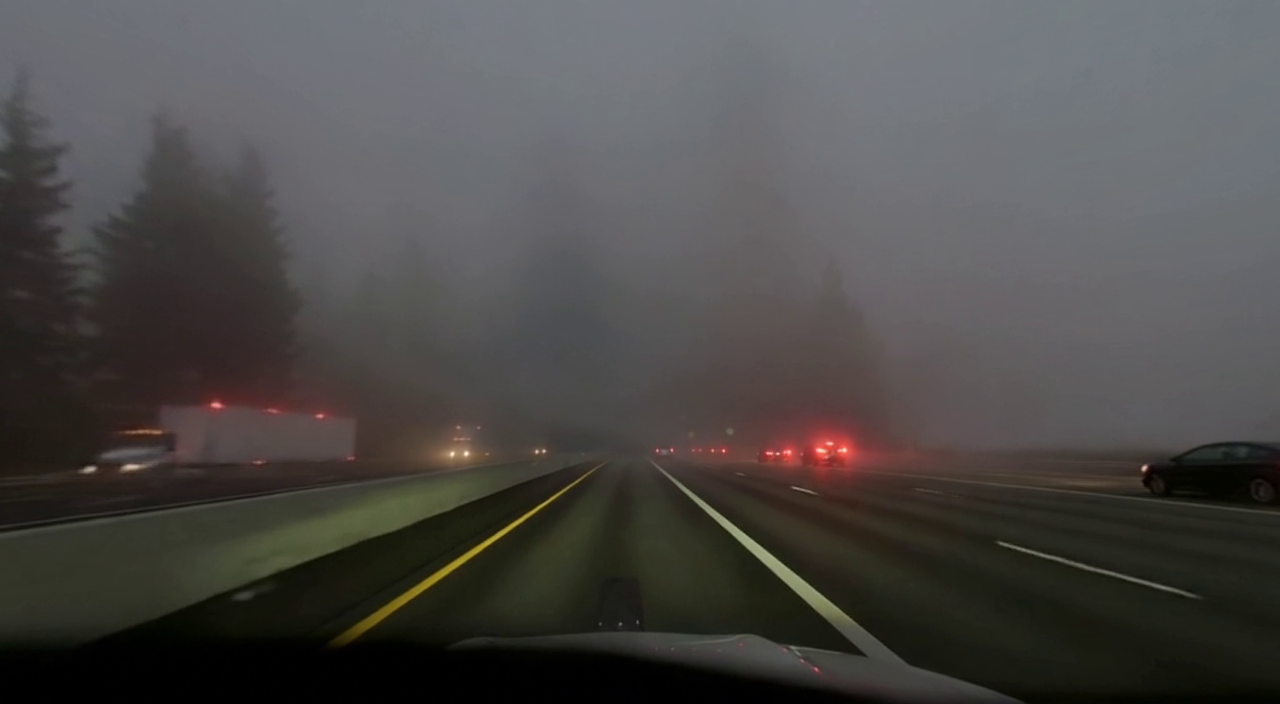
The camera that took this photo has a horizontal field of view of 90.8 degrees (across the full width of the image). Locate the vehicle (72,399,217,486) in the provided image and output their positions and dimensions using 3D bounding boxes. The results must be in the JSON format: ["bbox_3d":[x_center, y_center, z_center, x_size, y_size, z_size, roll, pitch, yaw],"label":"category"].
[{"bbox_3d":[-24.381,4.501,31.444,3.265,3.955,4.517,0,-8,-1],"label":"vehicle"}]

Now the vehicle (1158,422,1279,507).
[{"bbox_3d":[13.922,2.372,13.460,1.957,1.709,4.387,0,-8,-1],"label":"vehicle"}]

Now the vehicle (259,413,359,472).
[{"bbox_3d":[-24.800,6.870,48.022,2.858,4.053,8.915,0,-8,-1],"label":"vehicle"}]

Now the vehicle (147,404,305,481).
[{"bbox_3d":[-24.590,5.518,38.490,3.329,4.056,9.372,0,-8,-1],"label":"vehicle"}]

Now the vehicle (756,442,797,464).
[{"bbox_3d":[10.049,7.459,46.798,1.931,1.479,4.183,0,-8,-2],"label":"vehicle"}]

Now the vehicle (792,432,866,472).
[{"bbox_3d":[9.252,4.967,31.404,2.098,1.820,4.505,0,-8,-3],"label":"vehicle"}]
